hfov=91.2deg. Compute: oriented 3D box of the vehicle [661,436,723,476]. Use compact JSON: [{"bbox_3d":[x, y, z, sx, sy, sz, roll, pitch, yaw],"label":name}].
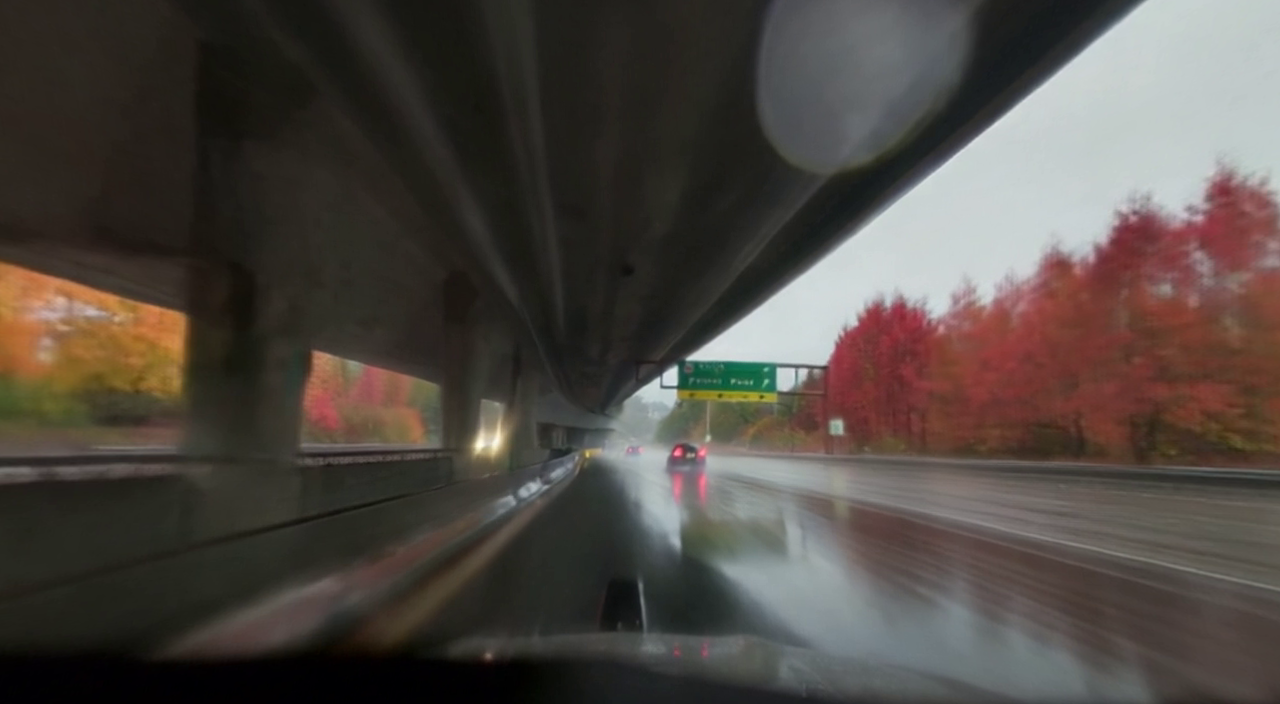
[{"bbox_3d":[2.275,4.777,28.911,2.337,1.633,4.222,0,-9,-2],"label":"vehicle"}]
